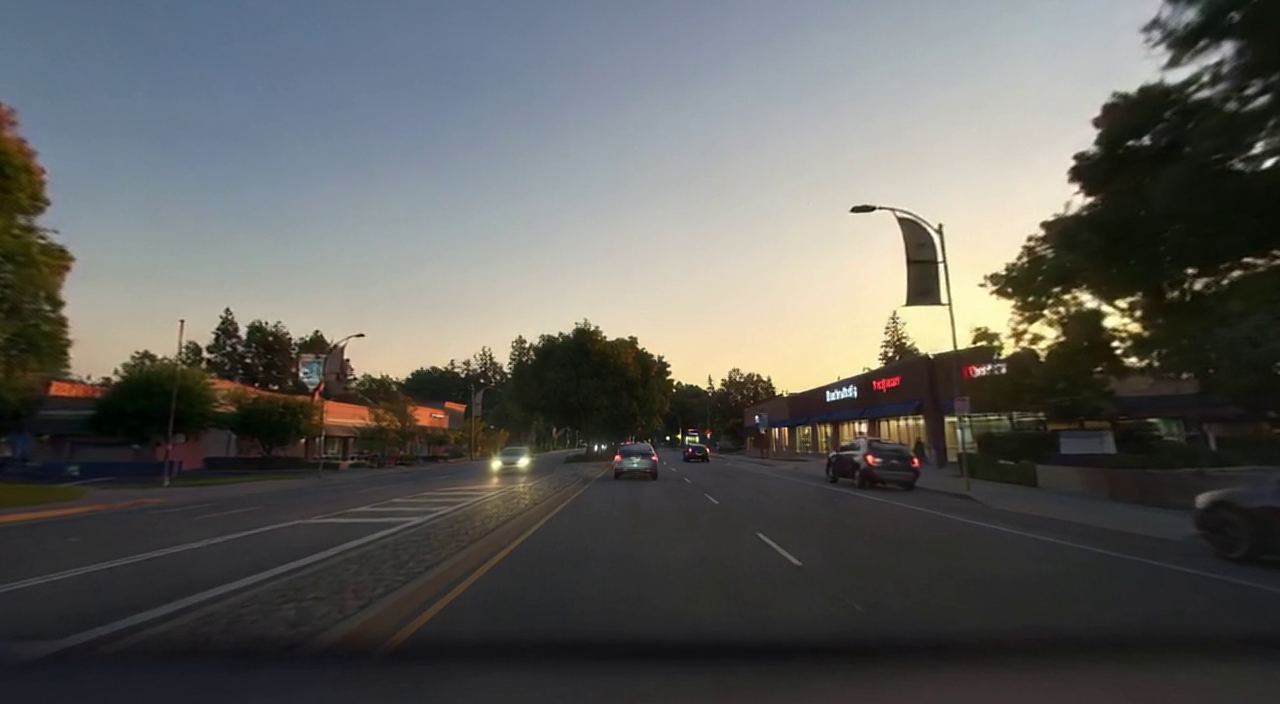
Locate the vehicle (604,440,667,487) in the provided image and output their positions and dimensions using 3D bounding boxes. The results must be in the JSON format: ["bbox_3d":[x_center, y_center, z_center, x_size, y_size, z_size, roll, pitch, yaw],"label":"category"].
[{"bbox_3d":[-0.191,3.835,22.047,2.006,1.487,3.535,0,-8,-1],"label":"vehicle"}]

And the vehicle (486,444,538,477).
[{"bbox_3d":[-6.337,5.397,31.688,1.999,1.531,4.011,0,-9,-3],"label":"vehicle"}]

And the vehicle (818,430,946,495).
[{"bbox_3d":[7.571,3.511,20.494,2.165,1.787,5.231,-1,-8,1],"label":"vehicle"}]

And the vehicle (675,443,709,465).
[{"bbox_3d":[3.525,7.014,43.606,1.910,1.474,4.003,0,-8,-1],"label":"vehicle"}]

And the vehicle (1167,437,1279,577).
[{"bbox_3d":[7.764,1.490,5.687,1.942,1.473,4.742,0,-8,0],"label":"vehicle"}]
